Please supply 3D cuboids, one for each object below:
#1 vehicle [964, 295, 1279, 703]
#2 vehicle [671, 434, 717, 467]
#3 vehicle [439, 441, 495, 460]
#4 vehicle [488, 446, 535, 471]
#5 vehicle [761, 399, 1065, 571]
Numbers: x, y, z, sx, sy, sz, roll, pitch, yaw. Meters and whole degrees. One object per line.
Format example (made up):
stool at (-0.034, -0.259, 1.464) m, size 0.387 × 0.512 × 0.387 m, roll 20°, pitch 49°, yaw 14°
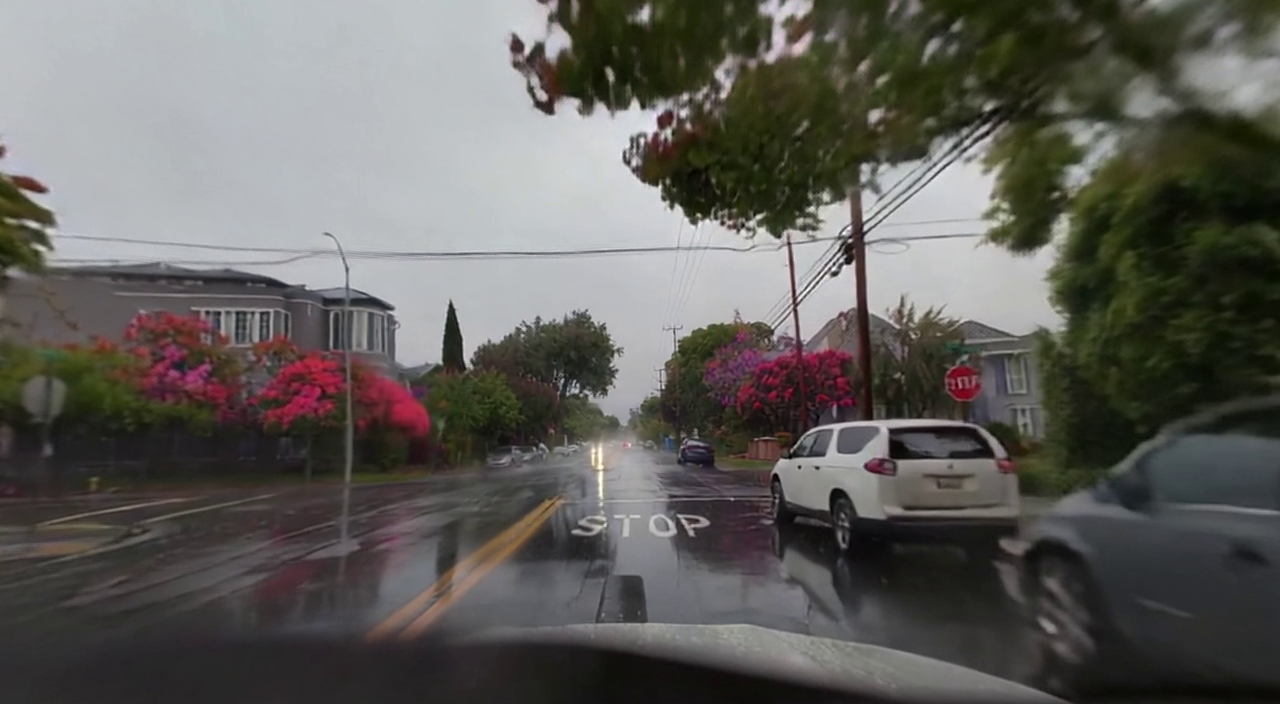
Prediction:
vehicle at (3.192, 0.681, 2.032) m, size 1.993 × 1.778 × 4.311 m, roll 0°, pitch -9°, yaw 0°
vehicle at (2.951, 5.507, 35.422) m, size 2.114 × 1.708 × 4.474 m, roll 0°, pitch -8°, yaw -1°
vehicle at (-13.612, 7.781, 49.872) m, size 3.905 × 1.480 × 1.892 m, roll 0°, pitch -9°, yaw -2°
vehicle at (-7.369, 6.125, 36.566) m, size 1.926 × 1.307 × 3.909 m, roll 0°, pitch -8°, yaw 0°
vehicle at (3.165, 1.654, 8.567) m, size 2.035 × 1.708 × 4.355 m, roll 0°, pitch -9°, yaw -2°
